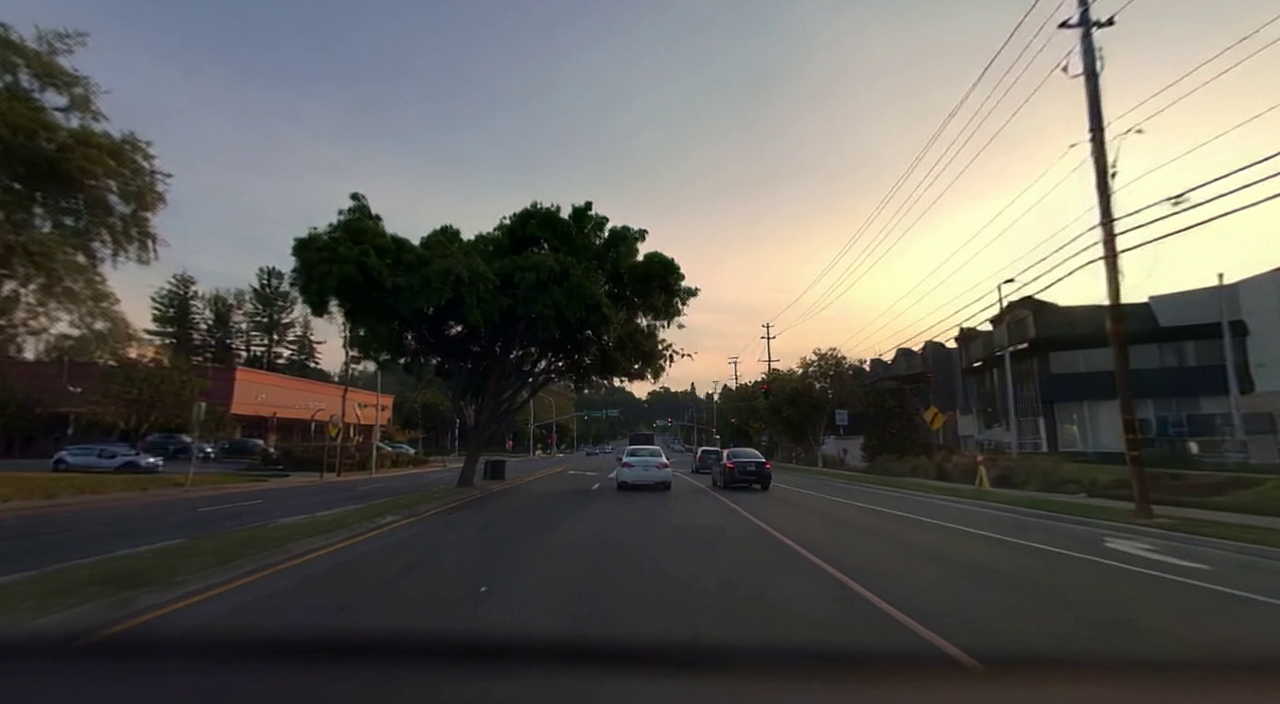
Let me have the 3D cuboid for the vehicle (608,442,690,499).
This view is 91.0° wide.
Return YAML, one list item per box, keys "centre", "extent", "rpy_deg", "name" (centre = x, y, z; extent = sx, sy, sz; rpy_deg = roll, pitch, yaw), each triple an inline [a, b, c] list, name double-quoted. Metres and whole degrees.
- centre: [0.183, 3.414, 18.594]
  extent: [2.144, 1.473, 4.028]
  rpy_deg: [0, -8, -1]
  name: "vehicle"

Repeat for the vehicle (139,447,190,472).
- centre: [-30.120, 6.783, 39.963]
  extent: [1.939, 1.459, 3.953]
  rpy_deg: [5, -10, -28]
  name: "vehicle"

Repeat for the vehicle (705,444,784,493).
- centre: [3.428, 3.886, 21.440]
  extent: [1.985, 1.489, 4.036]
  rpy_deg: [0, -8, -1]
  name: "vehicle"

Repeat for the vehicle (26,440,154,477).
- centre: [-30.146, 5.836, 34.660]
  extent: [4.687, 1.894, 2.149]
  rpy_deg: [2, -9, -11]
  name: "vehicle"
